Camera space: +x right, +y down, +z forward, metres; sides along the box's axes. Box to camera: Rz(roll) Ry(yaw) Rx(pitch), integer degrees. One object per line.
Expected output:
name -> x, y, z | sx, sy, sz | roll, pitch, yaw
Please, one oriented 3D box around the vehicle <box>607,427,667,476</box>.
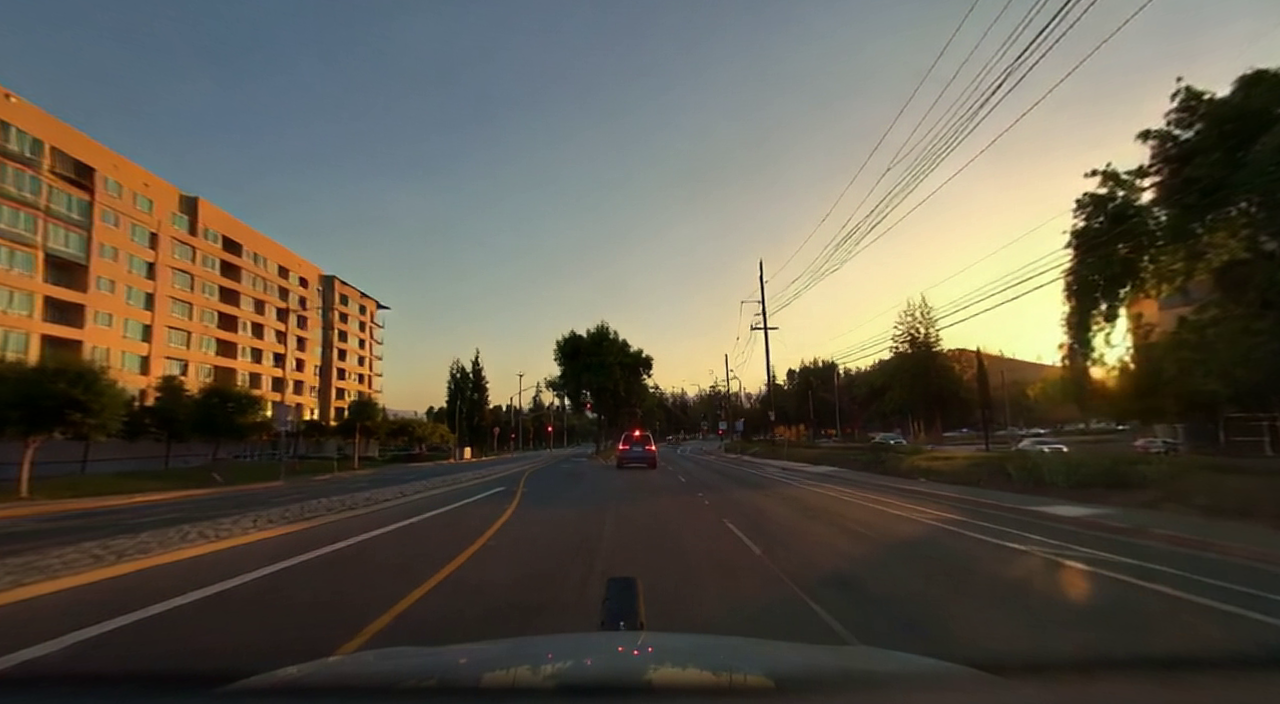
vehicle -> -0.112, 3.928, 25.109 | 2.189, 1.776, 4.342 | 0, -9, 0
